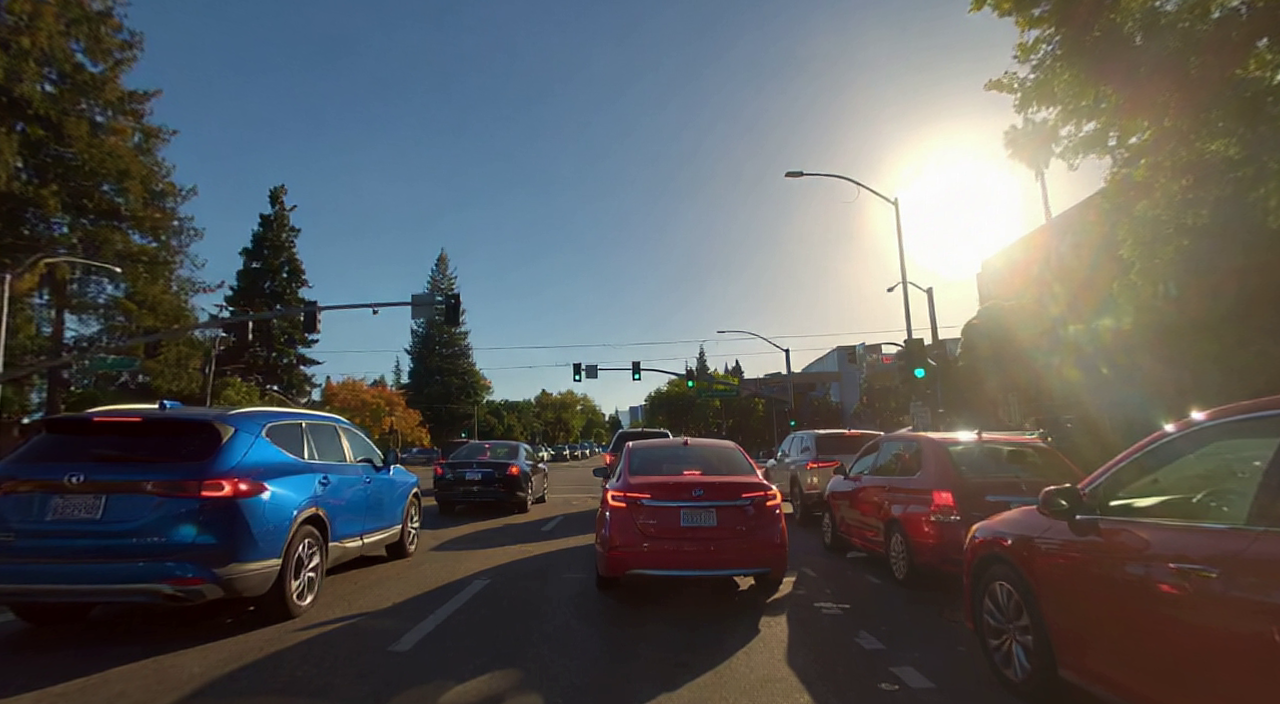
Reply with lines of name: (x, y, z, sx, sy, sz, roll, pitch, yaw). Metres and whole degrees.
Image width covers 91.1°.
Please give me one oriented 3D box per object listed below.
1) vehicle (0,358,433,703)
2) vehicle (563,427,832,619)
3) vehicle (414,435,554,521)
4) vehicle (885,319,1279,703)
vehicle: (-3.470, 1.222, 5.283, 1.889, 1.767, 4.289, 0, -8, 1)
vehicle: (0.435, 1.606, 6.839, 2.051, 1.460, 3.932, 0, -8, 0)
vehicle: (-3.079, 2.566, 13.318, 1.868, 1.516, 4.114, 0, -8, 0)
vehicle: (3.041, 0.921, 3.051, 1.880, 1.747, 4.500, 0, -8, 0)
